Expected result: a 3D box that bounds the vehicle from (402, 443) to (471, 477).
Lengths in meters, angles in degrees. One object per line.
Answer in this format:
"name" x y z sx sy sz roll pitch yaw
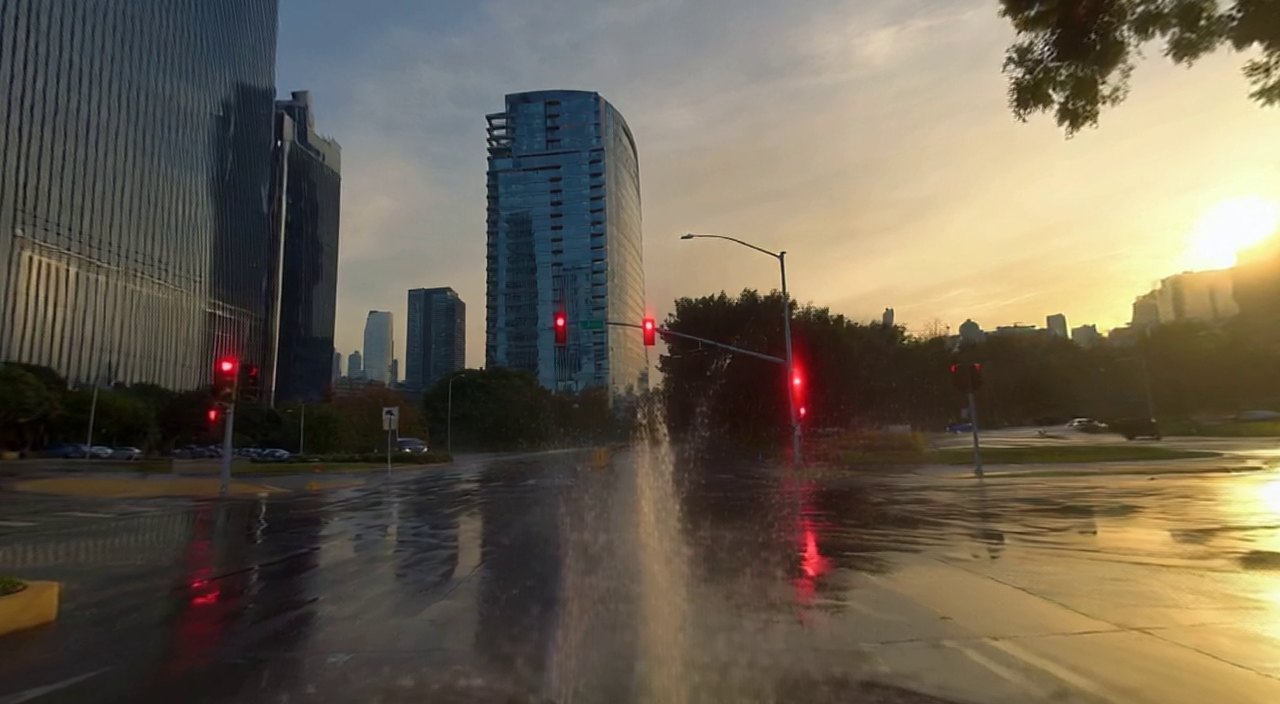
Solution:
"vehicle" -11.580 6.165 36.234 2.069 1.771 4.947 0 -9 3
